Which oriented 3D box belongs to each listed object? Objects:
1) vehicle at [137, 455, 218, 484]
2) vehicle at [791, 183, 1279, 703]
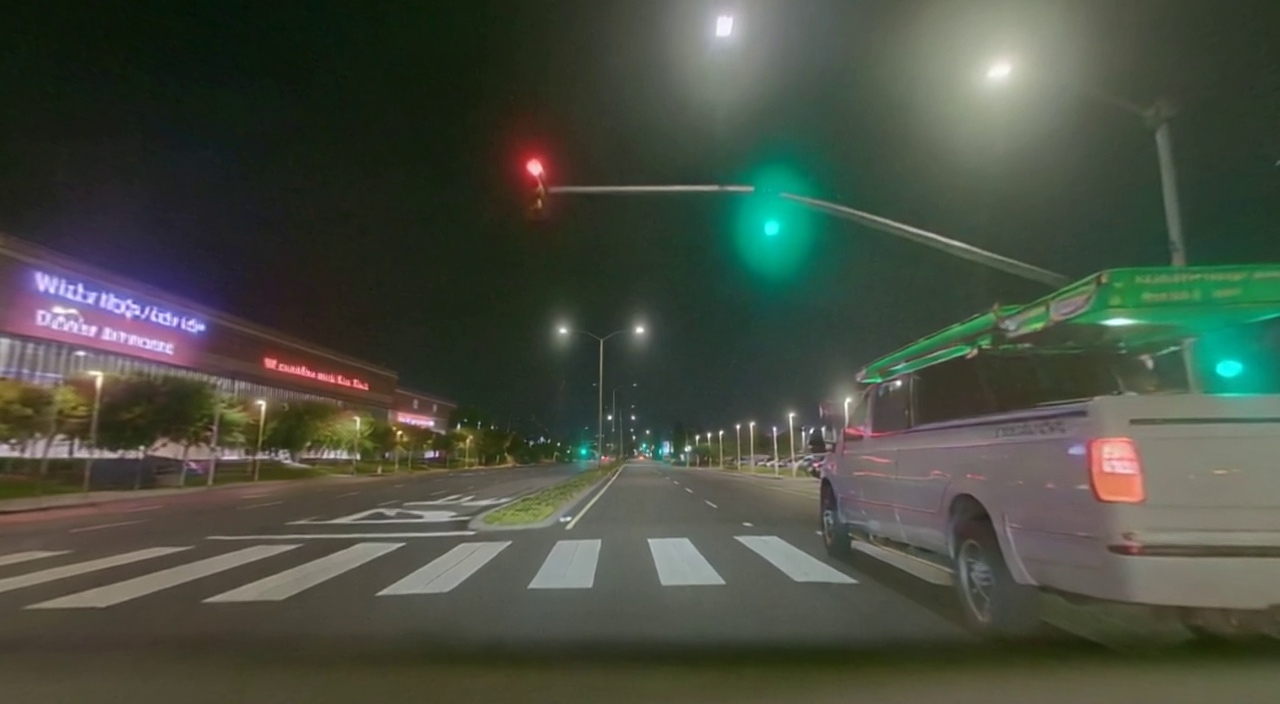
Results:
[{"bbox_3d":[-28.238,7.181,38.539,3.885,1.425,1.660,-4,-6,6],"label":"vehicle"},{"bbox_3d":[3.369,0.939,5.815,2.484,2.642,5.990,0,-9,0],"label":"vehicle"}]
